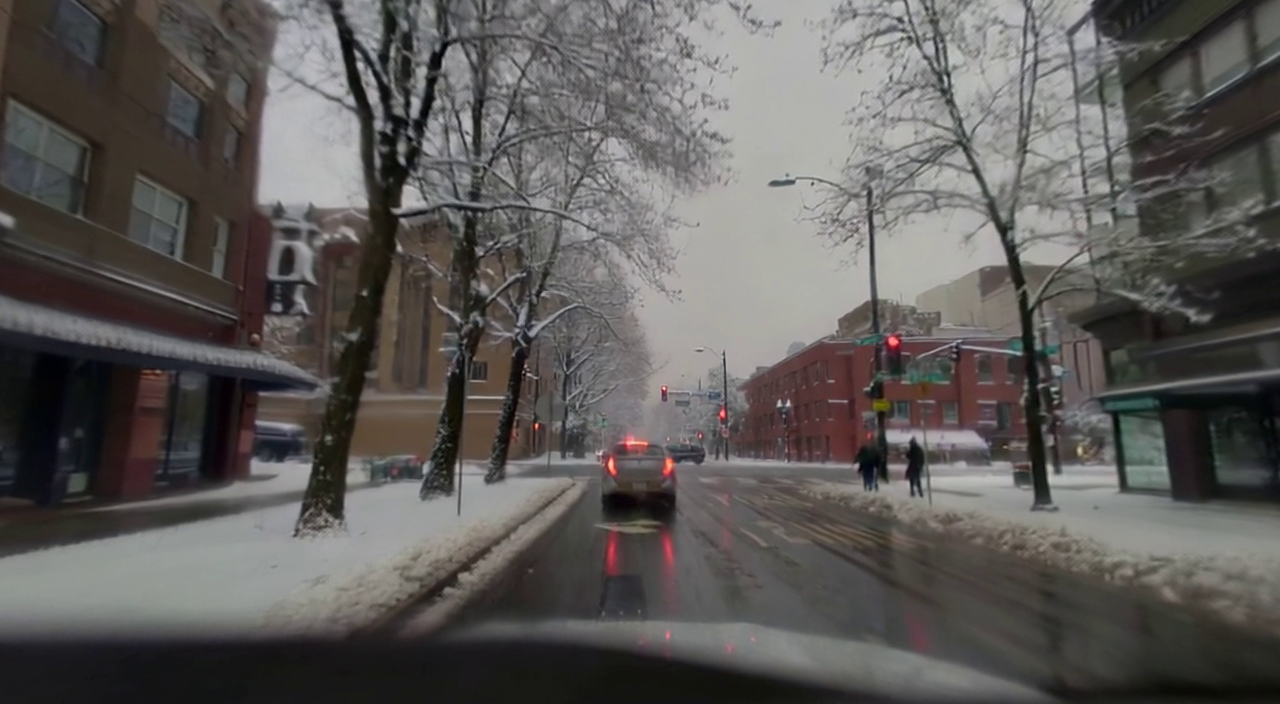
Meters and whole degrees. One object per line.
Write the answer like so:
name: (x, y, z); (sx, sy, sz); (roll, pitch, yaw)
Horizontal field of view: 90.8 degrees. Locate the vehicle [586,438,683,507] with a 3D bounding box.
vehicle: (-0.130, 2.965, 16.049); (2.106, 1.482, 4.459); (0, -8, 0)
